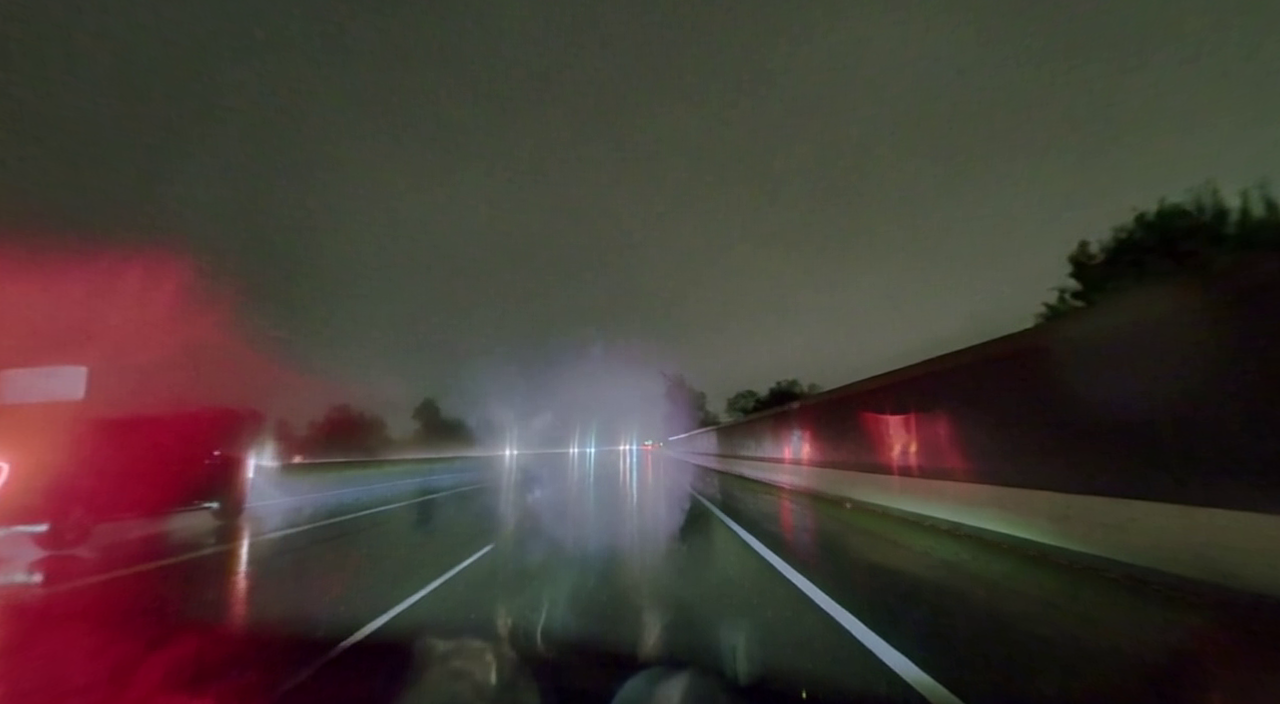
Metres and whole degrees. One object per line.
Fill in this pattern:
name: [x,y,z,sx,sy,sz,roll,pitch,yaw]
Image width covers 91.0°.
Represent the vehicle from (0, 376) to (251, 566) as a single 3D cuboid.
vehicle: [-7.697,1.465,8.087,2.163,1.947,4.959,0,-9,0]
